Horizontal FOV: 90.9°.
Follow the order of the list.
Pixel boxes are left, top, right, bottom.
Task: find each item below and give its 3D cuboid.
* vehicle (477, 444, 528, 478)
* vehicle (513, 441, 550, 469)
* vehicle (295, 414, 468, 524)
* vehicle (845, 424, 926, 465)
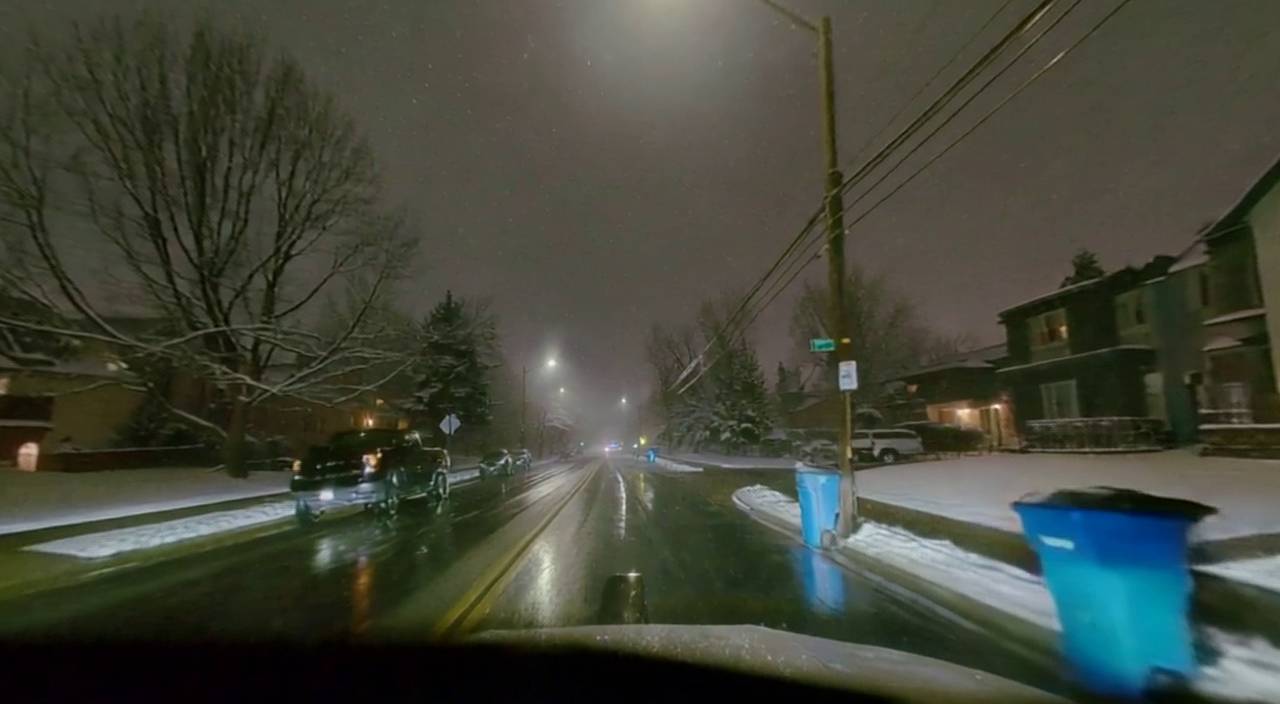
[{"bbox_3d":[-7.478,5.944,34.652,1.945,1.530,4.430,-4,-7,-4],"label":"vehicle"},{"bbox_3d":[-8.181,7.758,47.810,2.169,1.871,4.762,-3,-7,-4],"label":"vehicle"},{"bbox_3d":[-6.686,2.961,17.291,2.223,2.115,5.707,5,-4,0],"label":"vehicle"},{"bbox_3d":[11.954,4.509,31.093,1.936,1.687,4.714,-4,-7,-1],"label":"vehicle"}]
